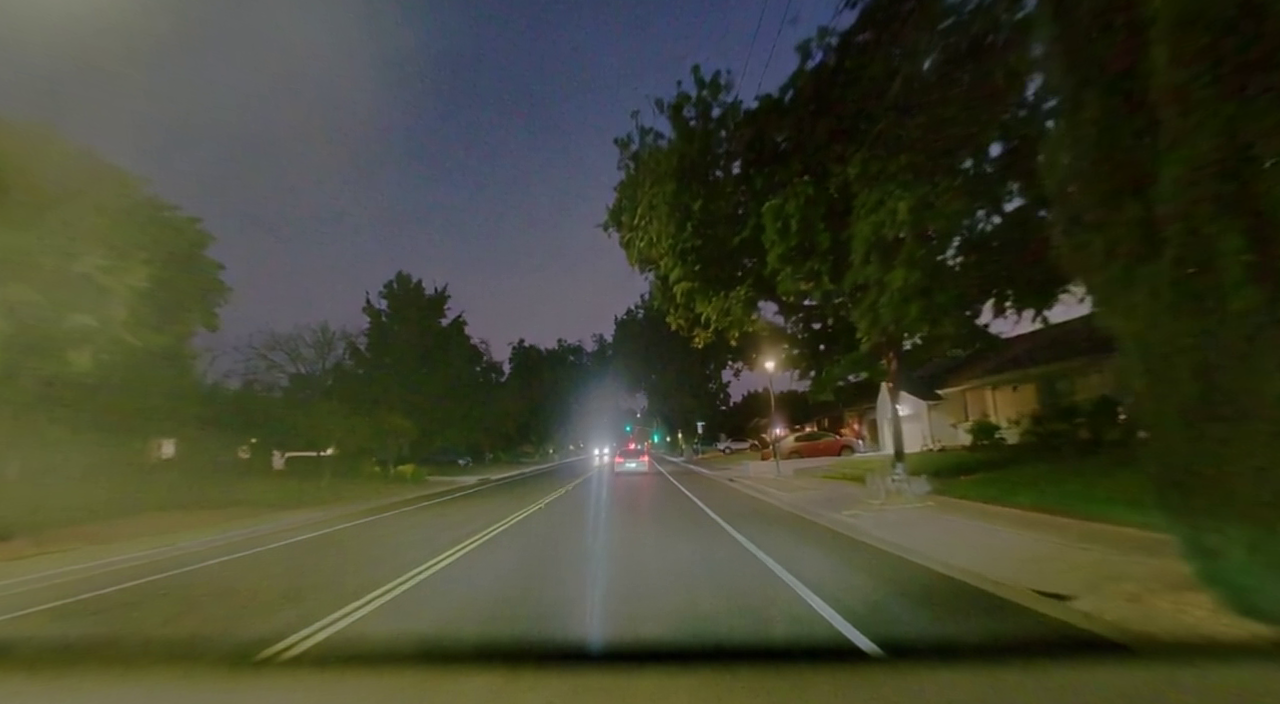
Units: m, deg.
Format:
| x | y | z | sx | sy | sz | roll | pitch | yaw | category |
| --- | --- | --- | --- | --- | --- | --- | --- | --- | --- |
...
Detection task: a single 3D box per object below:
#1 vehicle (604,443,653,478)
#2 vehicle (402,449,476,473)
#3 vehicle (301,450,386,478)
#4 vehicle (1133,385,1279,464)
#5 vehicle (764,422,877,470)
| x | y | z | sx | sy | sz | roll | pitch | yaw | category |
| --- | --- | --- | --- | --- | --- | --- | --- | --- | --- |
| -0.475 | 4.985 | 29.315 | 2.098 | 1.483 | 4.099 | 0 | -9 | 0 | vehicle |
| -14.837 | 8.063 | 46.830 | 4.608 | 1.743 | 2.222 | -1 | -9 | 7 | vehicle |
| -17.121 | 6.434 | 36.492 | 4.608 | 1.481 | 1.890 | -4 | -10 | 26 | vehicle |
| 17.038 | 1.877 | 17.262 | 5.269 | 1.813 | 2.063 | -5 | -9 | -1 | vehicle |
| 8.283 | 4.371 | 29.352 | 4.513 | 1.617 | 1.998 | -7 | -9 | -1 | vehicle |
